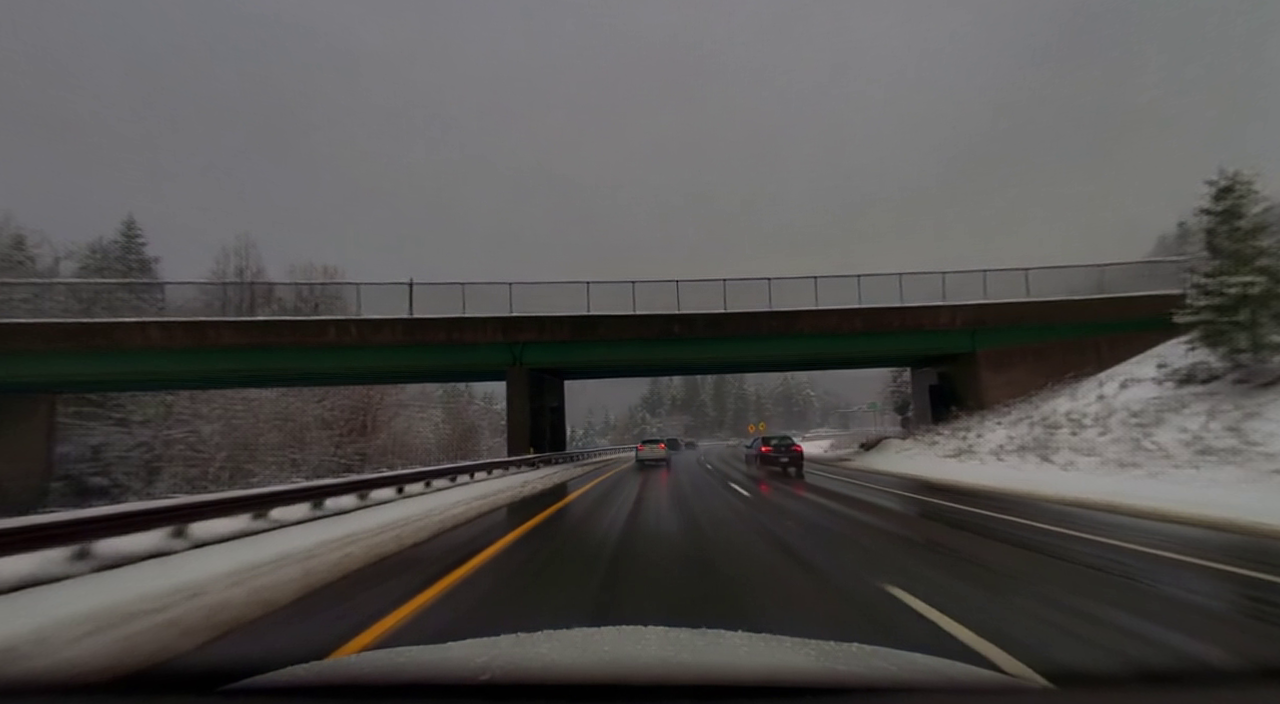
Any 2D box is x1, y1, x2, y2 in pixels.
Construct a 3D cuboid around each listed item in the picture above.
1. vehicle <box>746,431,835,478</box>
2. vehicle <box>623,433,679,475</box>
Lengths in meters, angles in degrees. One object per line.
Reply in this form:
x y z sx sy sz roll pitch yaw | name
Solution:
5.197 3.603 22.459 2.163 1.489 4.470 0 -8 2 | vehicle
0.491 3.916 24.375 1.993 1.461 3.812 -1 -8 3 | vehicle
